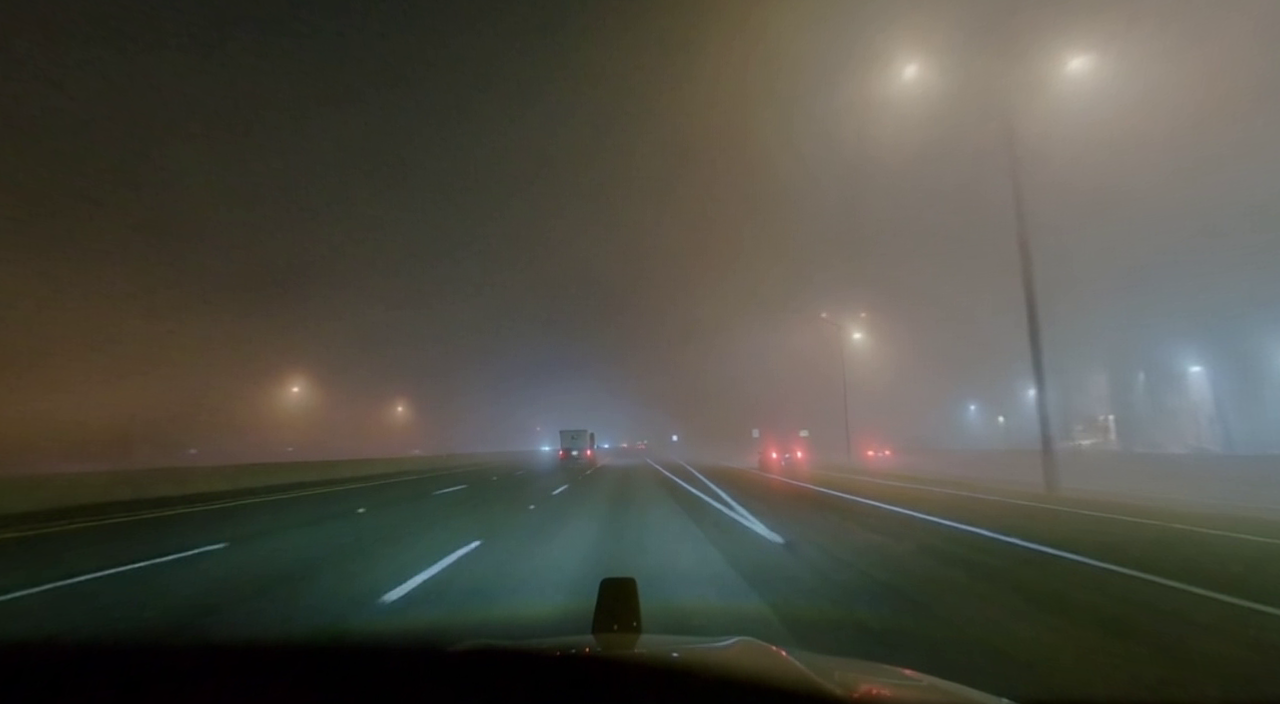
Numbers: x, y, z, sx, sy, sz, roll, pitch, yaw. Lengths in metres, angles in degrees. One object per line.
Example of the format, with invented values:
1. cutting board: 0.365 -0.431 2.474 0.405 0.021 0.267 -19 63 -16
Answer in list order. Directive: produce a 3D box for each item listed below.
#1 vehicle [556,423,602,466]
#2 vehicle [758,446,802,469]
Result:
1. vehicle: -4.404 6.865 46.833 2.881 2.937 7.045 0 -9 -2
2. vehicle: 9.412 7.106 42.829 2.035 1.491 4.246 0 -9 1
